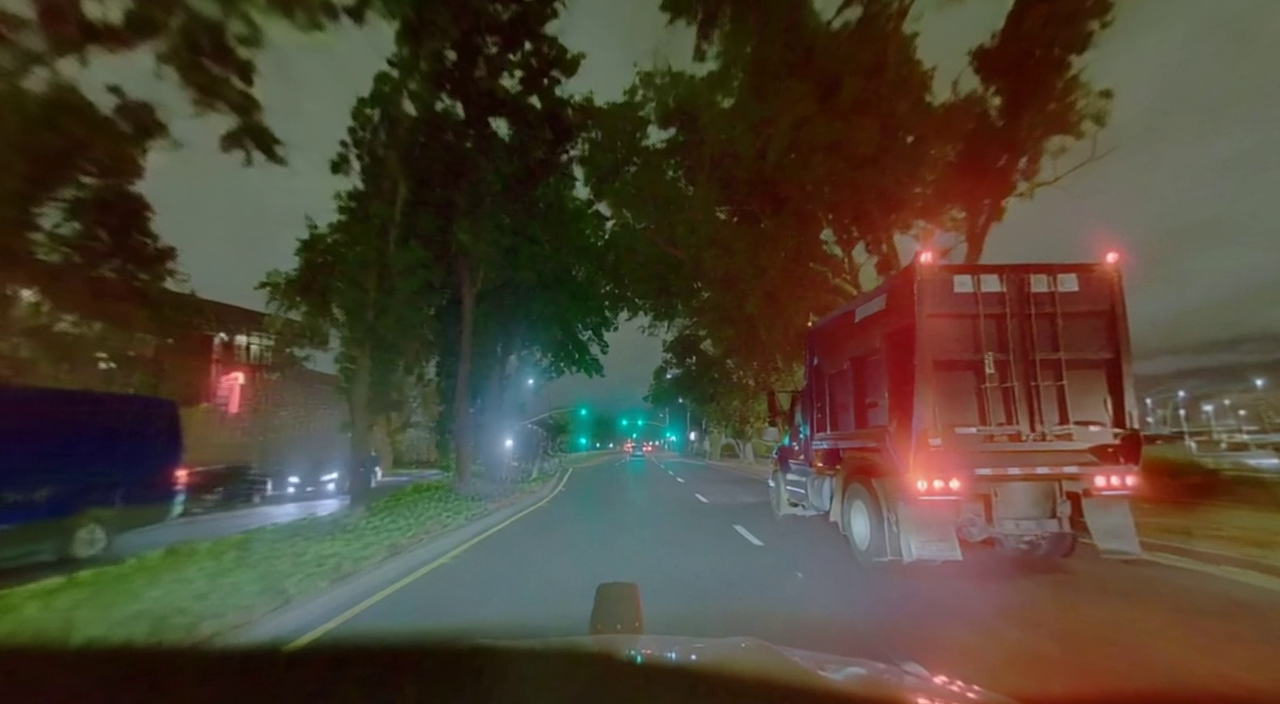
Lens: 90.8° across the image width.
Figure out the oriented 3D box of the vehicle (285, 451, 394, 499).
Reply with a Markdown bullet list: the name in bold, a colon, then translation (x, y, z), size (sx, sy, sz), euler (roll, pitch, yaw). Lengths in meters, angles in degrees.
- **vehicle**: translation (-13.786, 5.652, 29.539), size (2.290, 1.943, 5.833), euler (0, -9, -1)

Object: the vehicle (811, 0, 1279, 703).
- **vehicle**: translation (3.967, 0.230, 3.938), size (2.731, 3.407, 10.262), euler (0, -9, -1)

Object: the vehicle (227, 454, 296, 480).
- **vehicle**: translation (-28.313, 8.652, 47.515), size (1.978, 1.781, 4.917), euler (-3, -11, 3)

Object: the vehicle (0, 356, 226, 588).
- **vehicle**: translation (-10.255, 1.651, 8.663), size (3.257, 3.085, 9.164), euler (0, -9, -3)
